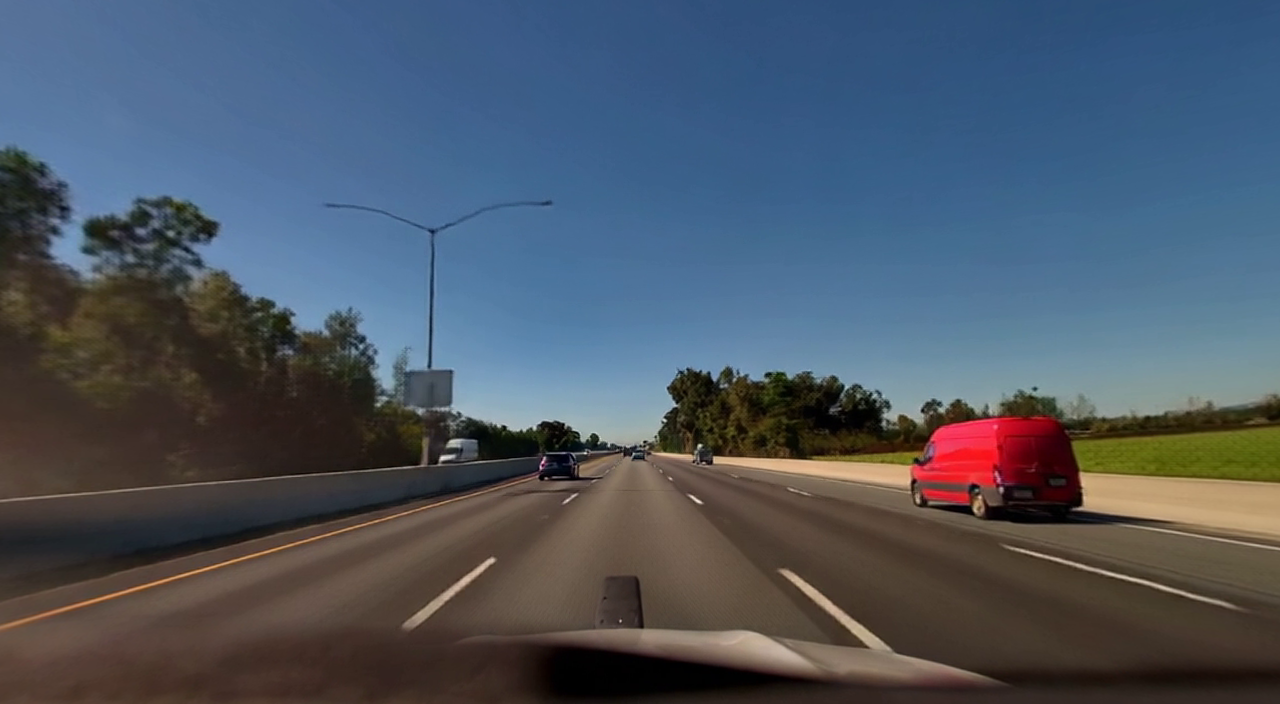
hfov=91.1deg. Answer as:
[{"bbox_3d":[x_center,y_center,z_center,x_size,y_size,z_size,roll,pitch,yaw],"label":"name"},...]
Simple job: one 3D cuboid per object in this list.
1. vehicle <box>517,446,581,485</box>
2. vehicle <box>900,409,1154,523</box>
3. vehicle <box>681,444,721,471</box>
[{"bbox_3d":[-3.862,4.891,27.485,2.160,1.530,4.500,0,-9,0],"label":"vehicle"},{"bbox_3d":[7.745,2.358,13.424,2.133,1.933,4.986,0,-9,-1],"label":"vehicle"},{"bbox_3d":[3.951,6.932,41.395,2.069,1.625,4.832,0,-9,-1],"label":"vehicle"}]
